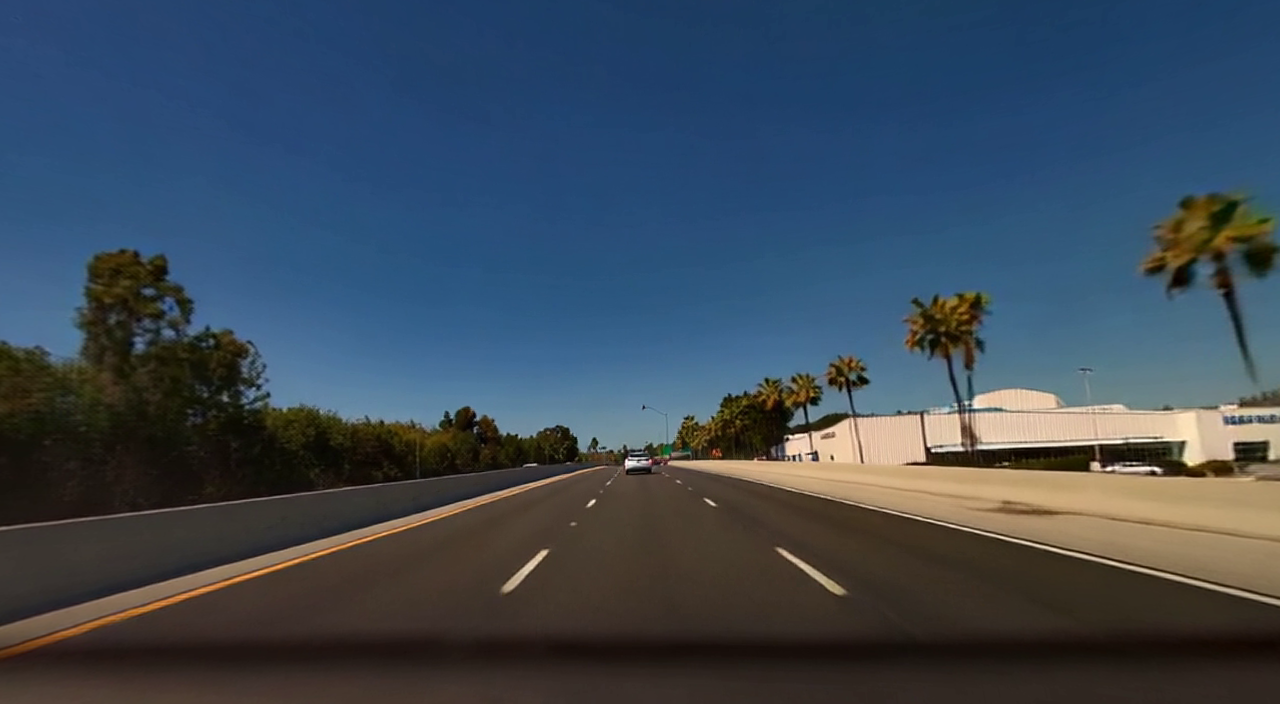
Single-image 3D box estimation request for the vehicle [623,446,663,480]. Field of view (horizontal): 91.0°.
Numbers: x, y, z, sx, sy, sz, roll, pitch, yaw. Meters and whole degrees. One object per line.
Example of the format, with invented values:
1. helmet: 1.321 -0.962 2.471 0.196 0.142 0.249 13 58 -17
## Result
1. vehicle: 0.125 6.106 34.860 2.089 1.718 4.193 0 -9 0
